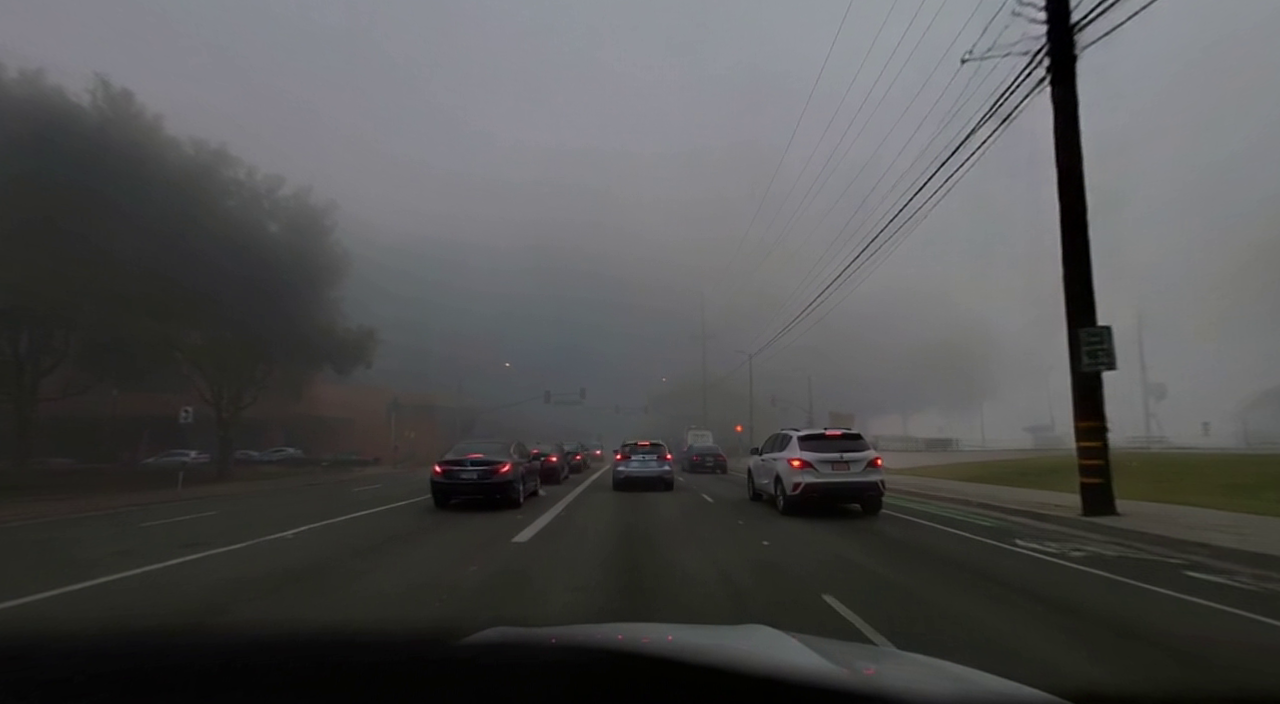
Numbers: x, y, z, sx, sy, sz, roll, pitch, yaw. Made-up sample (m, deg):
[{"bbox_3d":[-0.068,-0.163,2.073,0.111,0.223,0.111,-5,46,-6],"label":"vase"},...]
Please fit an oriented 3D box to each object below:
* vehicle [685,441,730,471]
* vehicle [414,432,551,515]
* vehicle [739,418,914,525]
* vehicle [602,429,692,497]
[{"bbox_3d":[3.593,5.605,34.282,1.880,1.503,4.130,0,-8,-1],"label":"vehicle"},{"bbox_3d":[-3.216,2.568,13.889,2.104,1.488,4.546,0,-9,-4],"label":"vehicle"},{"bbox_3d":[3.384,2.275,12.530,2.024,1.711,4.512,0,-9,-1],"label":"vehicle"},{"bbox_3d":[0.149,3.036,17.629,2.200,1.653,4.127,0,-8,0],"label":"vehicle"}]
